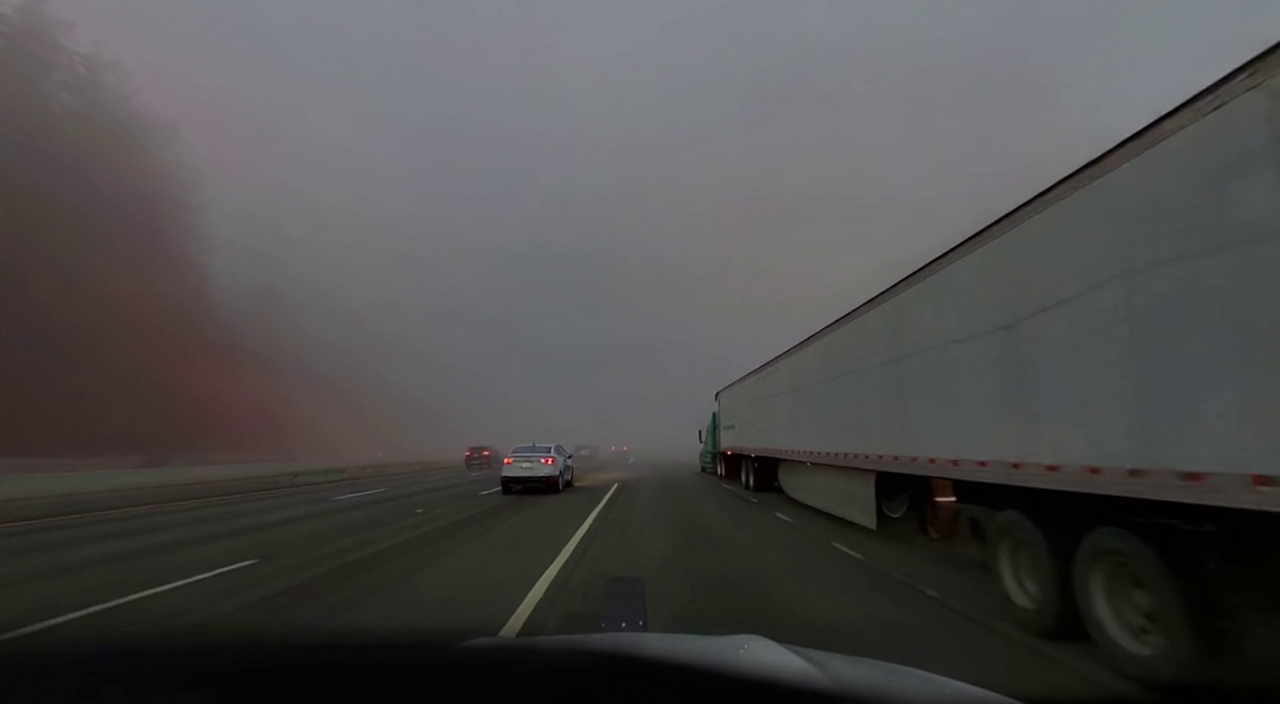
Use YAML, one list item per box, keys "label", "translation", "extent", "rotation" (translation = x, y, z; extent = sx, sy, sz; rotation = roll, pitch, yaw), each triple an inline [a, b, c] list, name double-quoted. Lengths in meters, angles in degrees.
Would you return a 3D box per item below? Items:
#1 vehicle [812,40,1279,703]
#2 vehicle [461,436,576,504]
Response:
- label: "vehicle"
  translation: [4.011, 0.679, 5.762]
  extent: [2.732, 3.052, 7.118]
  rotation: [0, -8, -1]
- label: "vehicle"
  translation: [-2.890, 2.904, 16.027]
  extent: [1.981, 1.473, 4.317]
  rotation: [0, -8, 1]
